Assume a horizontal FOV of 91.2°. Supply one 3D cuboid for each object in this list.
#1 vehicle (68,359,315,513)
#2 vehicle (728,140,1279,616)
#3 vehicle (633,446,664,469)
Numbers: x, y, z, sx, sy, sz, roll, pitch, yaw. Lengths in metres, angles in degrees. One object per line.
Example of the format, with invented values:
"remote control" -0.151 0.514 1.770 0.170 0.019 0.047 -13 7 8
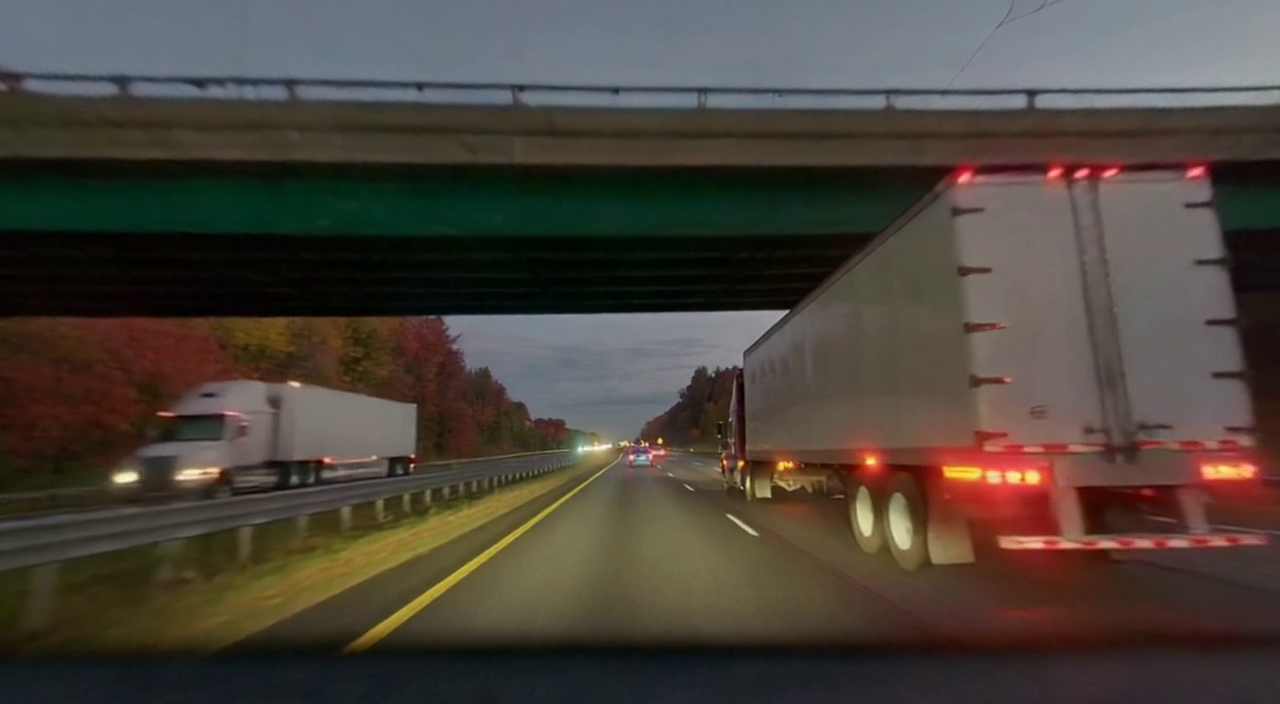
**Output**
"vehicle" -13.630 2.681 19.923 3.170 4.126 5.938 0 -9 0
"vehicle" 4.386 1.212 12.707 2.956 4.281 14.327 0 -9 -1
"vehicle" 0.526 6.967 41.447 1.961 1.454 3.755 0 -9 0
